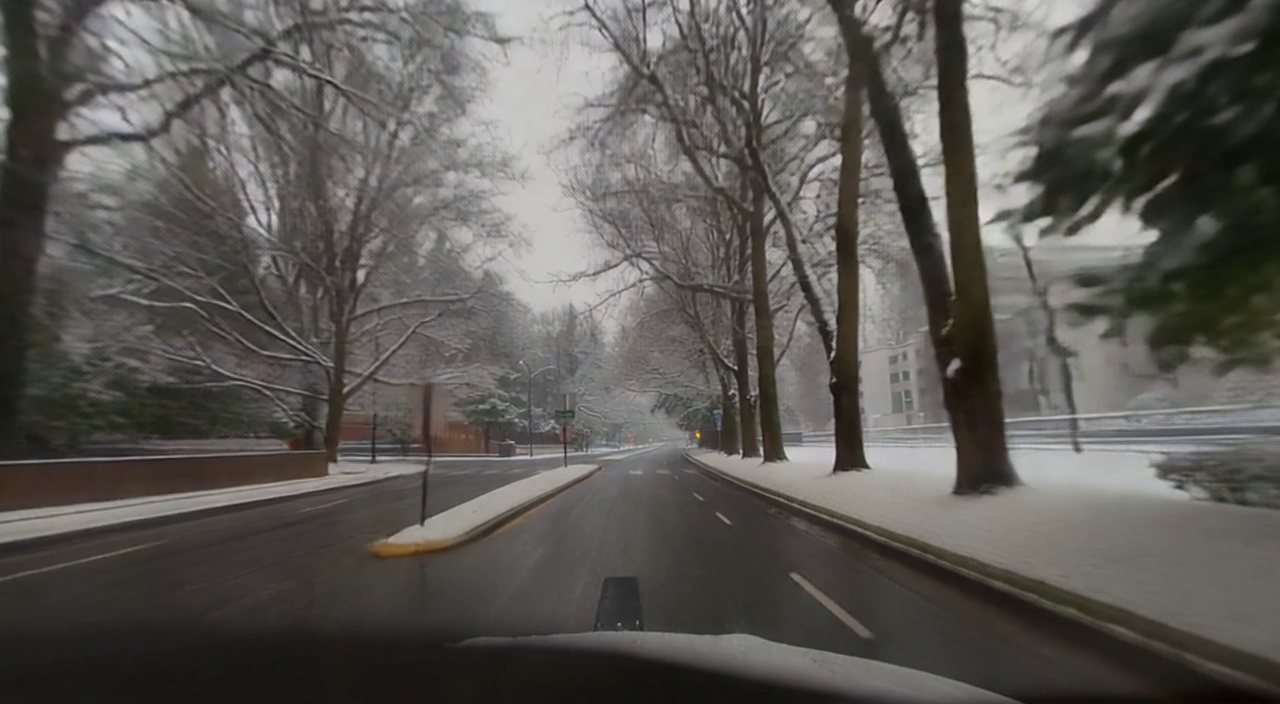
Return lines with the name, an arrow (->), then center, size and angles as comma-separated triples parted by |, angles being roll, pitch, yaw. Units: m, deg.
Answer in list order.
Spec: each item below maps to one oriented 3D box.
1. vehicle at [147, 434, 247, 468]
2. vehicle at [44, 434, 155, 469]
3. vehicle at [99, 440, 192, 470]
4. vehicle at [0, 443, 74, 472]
vehicle -> -23.807, 5.403, 34.183 | 1.850, 1.662, 4.580 | 1, -10, 3
vehicle -> -28.869, 5.319, 33.970 | 1.977, 1.701, 4.396 | 1, -8, 0
vehicle -> -26.473, 5.492, 34.013 | 1.641, 1.505, 4.016 | -1, -8, 2
vehicle -> -34.062, 5.755, 34.659 | 1.785, 1.493, 4.343 | 0, -8, 3
